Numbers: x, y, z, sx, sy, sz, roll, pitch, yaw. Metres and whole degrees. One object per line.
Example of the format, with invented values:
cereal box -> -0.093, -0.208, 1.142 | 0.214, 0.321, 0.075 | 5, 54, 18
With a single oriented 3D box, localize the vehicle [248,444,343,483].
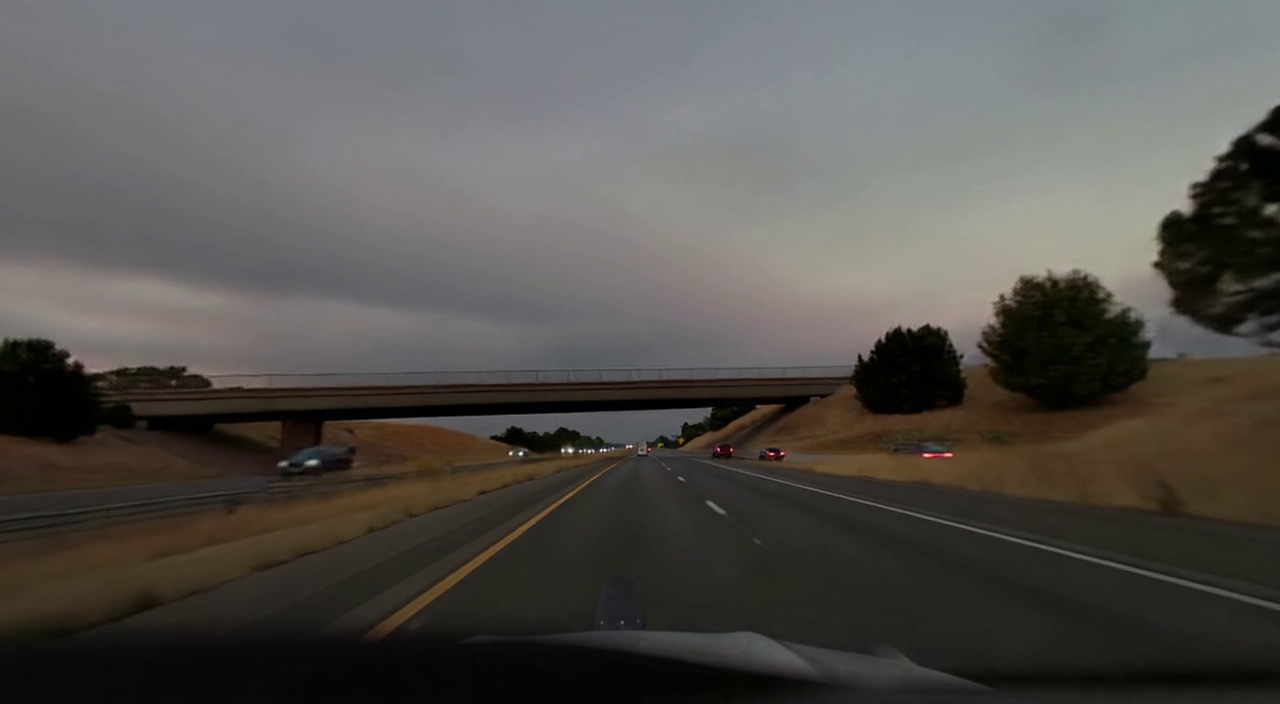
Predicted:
vehicle -> -17.148, 5.538, 31.604 | 2.051, 1.756, 4.755 | 0, -8, 0
